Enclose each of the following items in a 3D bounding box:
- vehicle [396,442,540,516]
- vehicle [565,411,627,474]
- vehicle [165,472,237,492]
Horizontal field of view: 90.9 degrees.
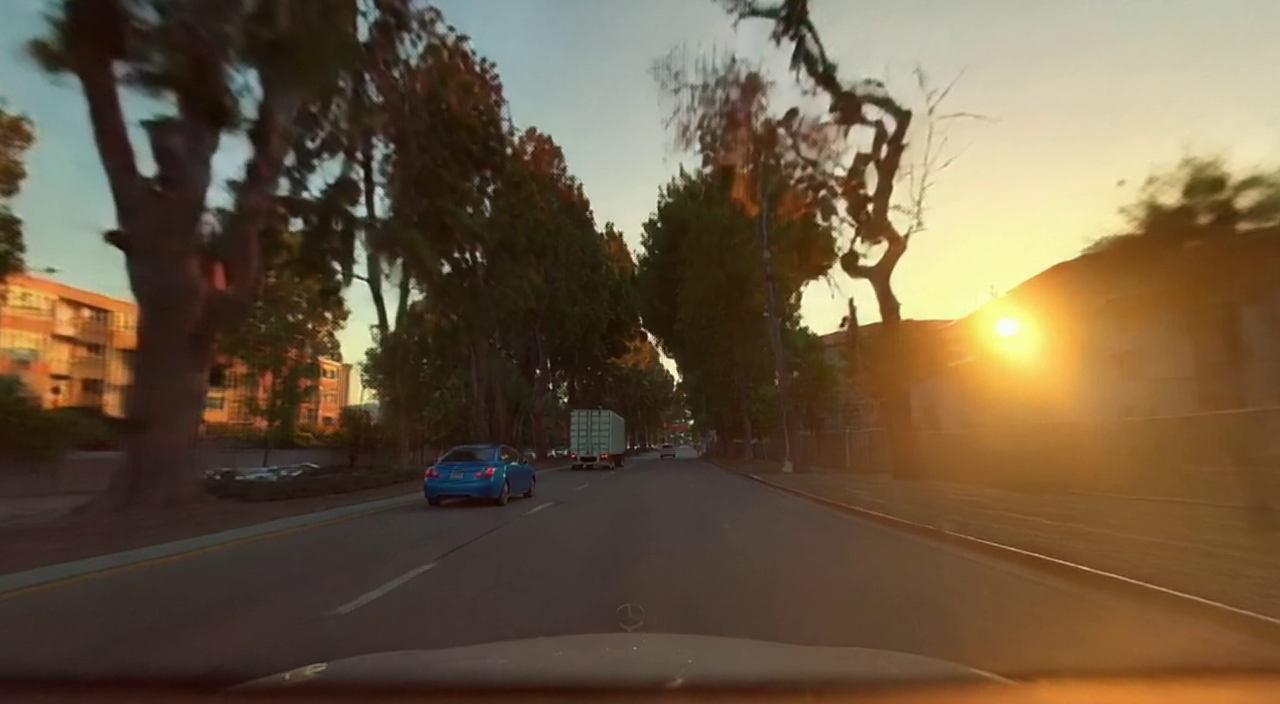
[{"bbox_3d":[-3.815,2.879,14.869,2.005,1.462,4.345,-1,-9,2],"label":"vehicle"},{"bbox_3d":[-2.424,5.452,37.787,2.746,3.276,8.572,-1,-9,2],"label":"vehicle"},{"bbox_3d":[-33.724,9.988,48.516,3.992,1.467,2.092,-1,-11,4],"label":"vehicle"}]
